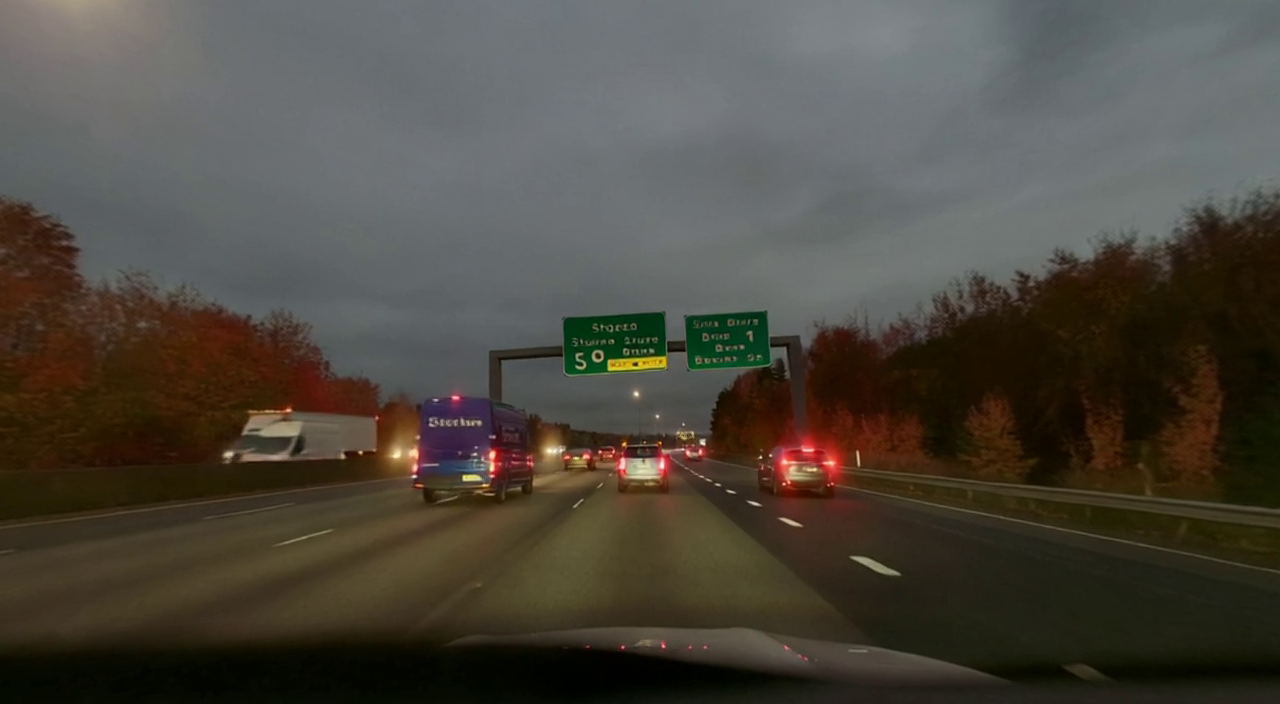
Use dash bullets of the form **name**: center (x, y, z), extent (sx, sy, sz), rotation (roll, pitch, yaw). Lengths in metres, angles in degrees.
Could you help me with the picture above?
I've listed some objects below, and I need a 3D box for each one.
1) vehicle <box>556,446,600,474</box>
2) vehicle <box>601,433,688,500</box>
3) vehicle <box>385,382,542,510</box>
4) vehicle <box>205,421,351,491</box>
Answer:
- **vehicle**: center (-3.483, 6.118, 35.796), extent (2.015, 1.496, 4.312), rotation (0, -9, 1)
- **vehicle**: center (0.151, 3.221, 17.954), extent (2.195, 1.679, 4.070), rotation (0, -9, 1)
- **vehicle**: center (-4.176, 2.431, 16.213), extent (2.275, 2.692, 5.810), rotation (0, -9, 1)
- **vehicle**: center (-14.018, 4.094, 24.842), extent (2.221, 2.411, 5.749), rotation (0, -9, 1)
